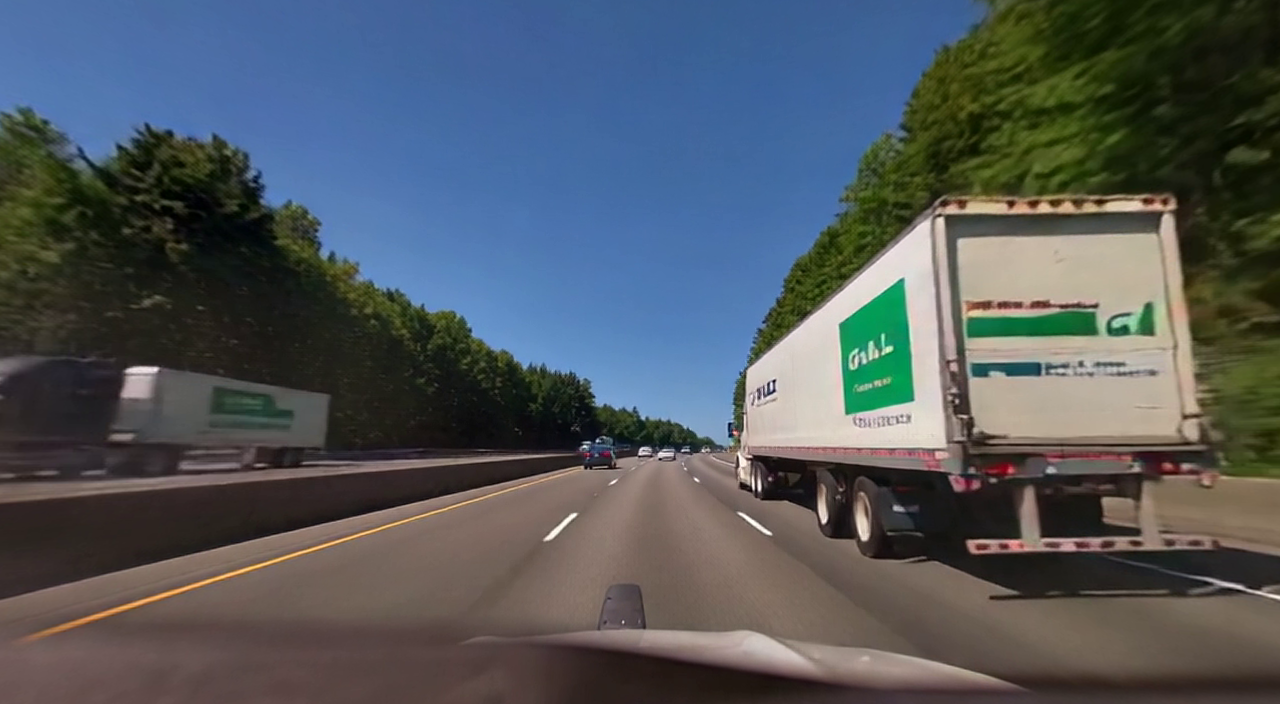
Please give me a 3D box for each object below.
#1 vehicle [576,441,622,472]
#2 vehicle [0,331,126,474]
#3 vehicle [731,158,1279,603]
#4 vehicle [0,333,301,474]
[{"bbox_3d":[-2.357,6.166,37.351,2.205,1.728,4.397,-1,-9,3],"label":"vehicle"},{"bbox_3d":[-19.581,1.599,18.835,2.971,4.003,6.027,0,-9,1],"label":"vehicle"},{"bbox_3d":[4.426,1.210,12.517,3.057,3.993,13.914,0,-9,0],"label":"vehicle"},{"bbox_3d":[-19.353,2.583,25.419,2.914,4.061,14.588,0,-9,2],"label":"vehicle"}]
